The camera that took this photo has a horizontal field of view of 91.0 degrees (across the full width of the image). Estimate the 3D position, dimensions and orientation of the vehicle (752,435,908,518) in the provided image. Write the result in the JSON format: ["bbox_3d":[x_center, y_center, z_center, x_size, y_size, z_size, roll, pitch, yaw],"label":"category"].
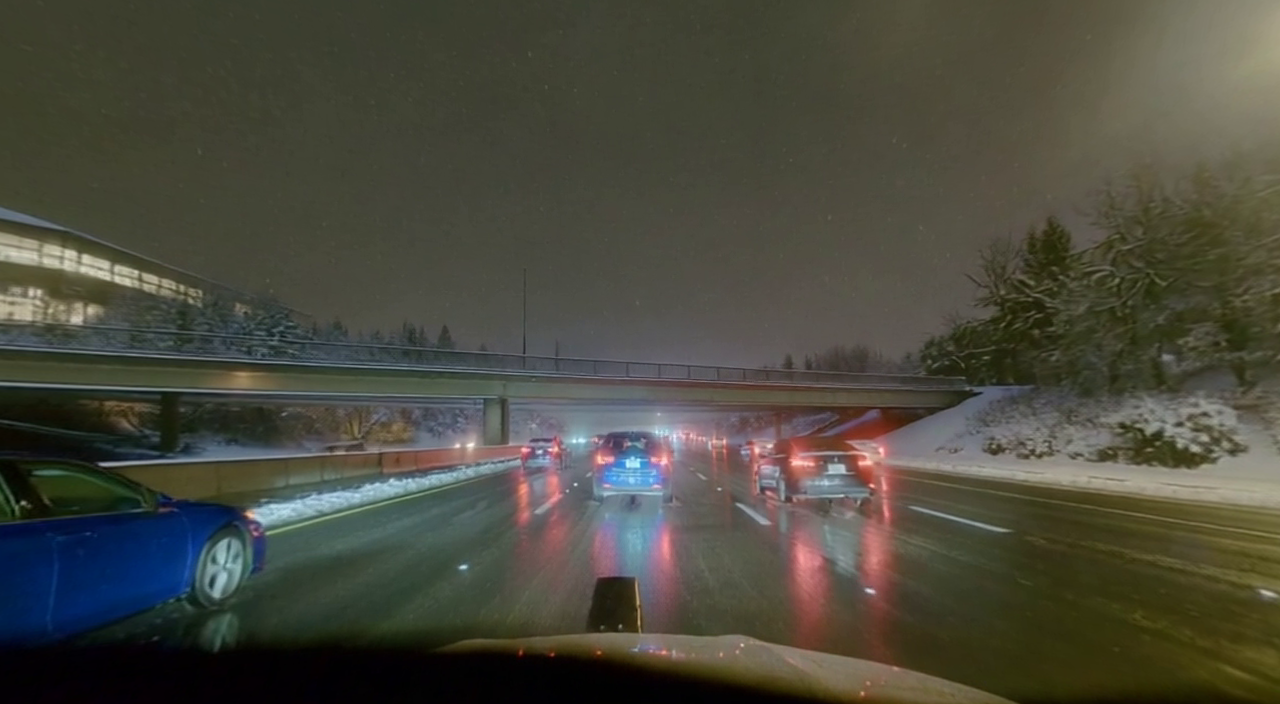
[{"bbox_3d":[3.936,2.660,14.007,2.031,1.492,4.577,0,-9,0],"label":"vehicle"}]

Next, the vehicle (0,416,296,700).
[{"bbox_3d":[-4.351,1.155,3.826,1.974,1.478,4.412,0,-9,0],"label":"vehicle"}]

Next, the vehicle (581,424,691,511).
[{"bbox_3d":[-0.054,2.596,14.547,2.181,1.697,4.021,0,-9,1],"label":"vehicle"}]

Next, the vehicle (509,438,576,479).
[{"bbox_3d":[-3.921,4.351,26.044,1.947,1.516,4.295,0,-9,1],"label":"vehicle"}]

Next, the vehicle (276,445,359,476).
[{"bbox_3d":[-17.650,5.948,34.774,1.931,1.528,4.799,0,-9,1],"label":"vehicle"}]
